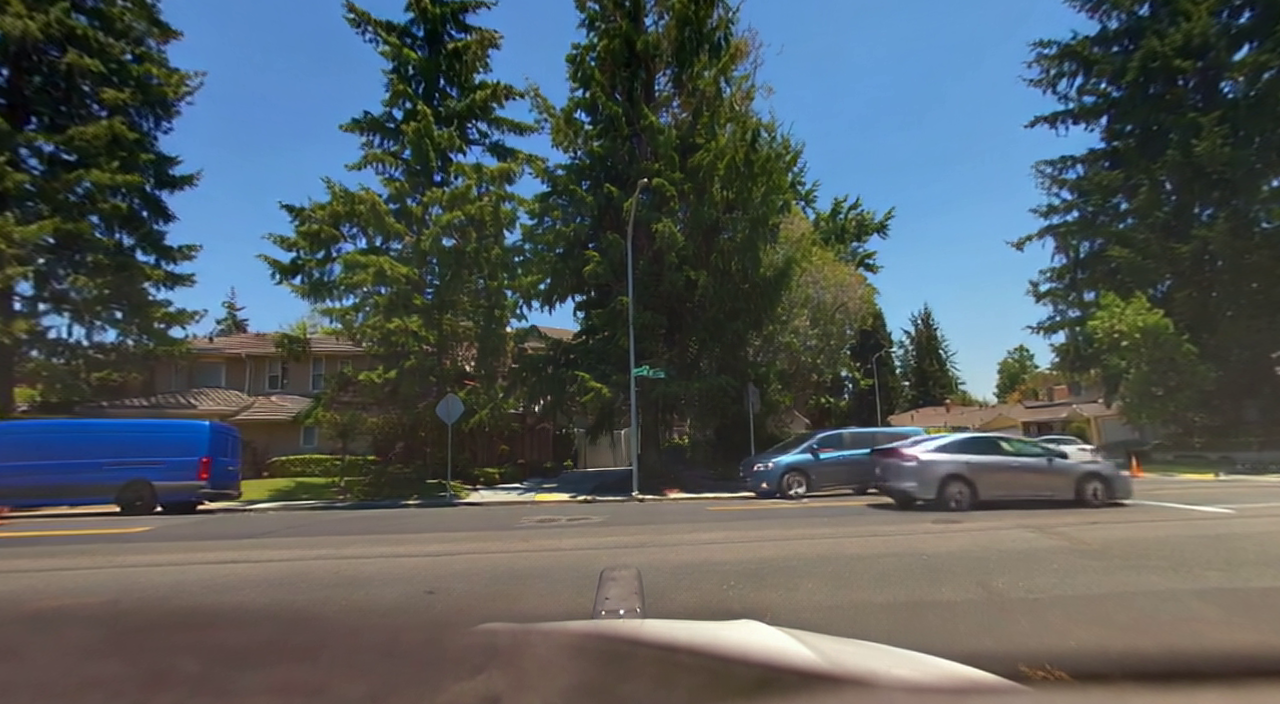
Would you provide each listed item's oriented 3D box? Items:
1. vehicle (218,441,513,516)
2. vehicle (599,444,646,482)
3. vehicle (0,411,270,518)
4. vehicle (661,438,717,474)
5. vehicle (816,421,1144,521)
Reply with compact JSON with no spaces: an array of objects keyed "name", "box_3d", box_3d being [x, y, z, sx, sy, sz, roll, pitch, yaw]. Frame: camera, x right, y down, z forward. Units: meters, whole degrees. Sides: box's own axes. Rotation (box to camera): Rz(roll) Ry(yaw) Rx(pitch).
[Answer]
[{"name":"vehicle","box_3d":[-6.962,3.330,17.059,6.643,1.777,2.925,1,-9,-6]},{"name":"vehicle","box_3d":[-0.801,4.740,27.233,1.648,1.430,3.654,4,-8,-5]},{"name":"vehicle","box_3d":[-14.504,2.992,16.477,7.824,2.323,2.863,-2,-10,-3]},{"name":"vehicle","box_3d":[2.072,4.556,27.849,1.745,1.461,4.074,1,-9,-6]},{"name":"vehicle","box_3d":[5.822,2.065,11.270,4.684,1.556,2.087,1,-8,-5]}]
